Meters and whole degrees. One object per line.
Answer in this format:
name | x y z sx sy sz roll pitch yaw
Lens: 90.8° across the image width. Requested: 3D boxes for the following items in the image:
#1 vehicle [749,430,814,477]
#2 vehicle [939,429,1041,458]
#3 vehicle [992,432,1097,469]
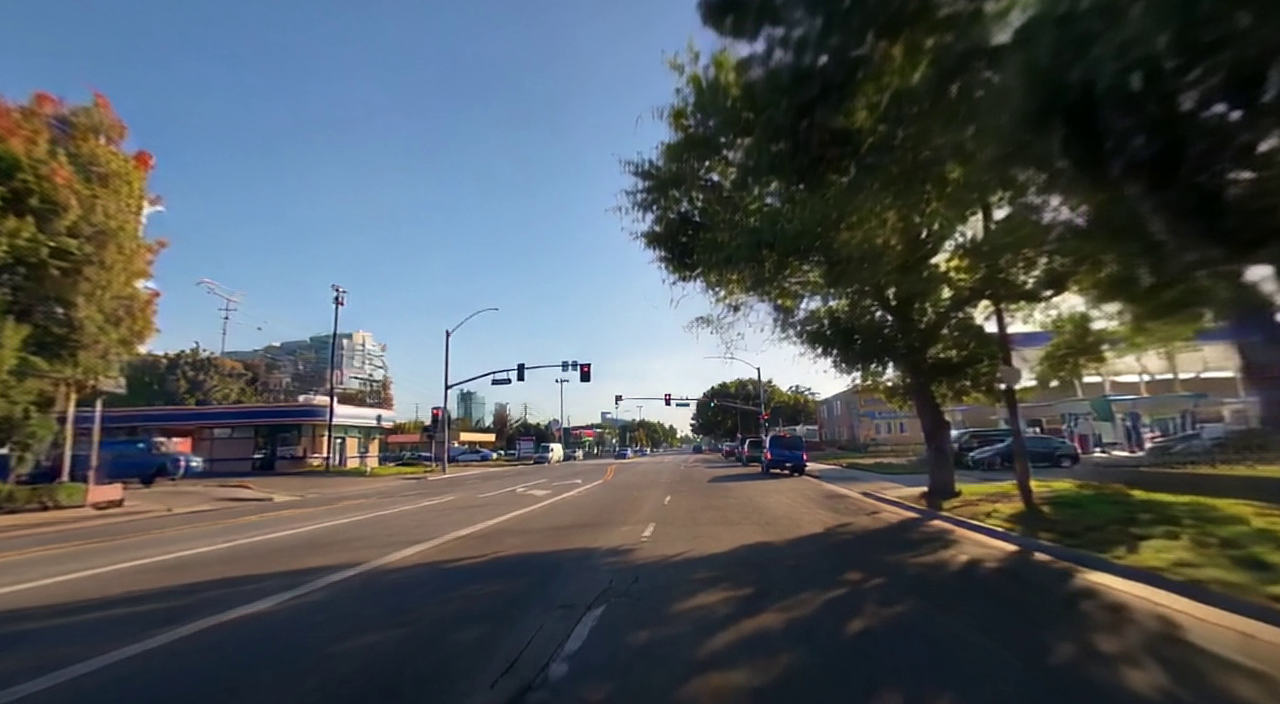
vehicle | 6.212 4.532 28.366 2.194 1.896 5.049 -1 -8 6
vehicle | 19.366 5.084 35.113 4.421 1.548 2.061 -1 -8 7
vehicle | 16.836 4.124 26.587 1.919 1.411 4.440 -1 -8 7
